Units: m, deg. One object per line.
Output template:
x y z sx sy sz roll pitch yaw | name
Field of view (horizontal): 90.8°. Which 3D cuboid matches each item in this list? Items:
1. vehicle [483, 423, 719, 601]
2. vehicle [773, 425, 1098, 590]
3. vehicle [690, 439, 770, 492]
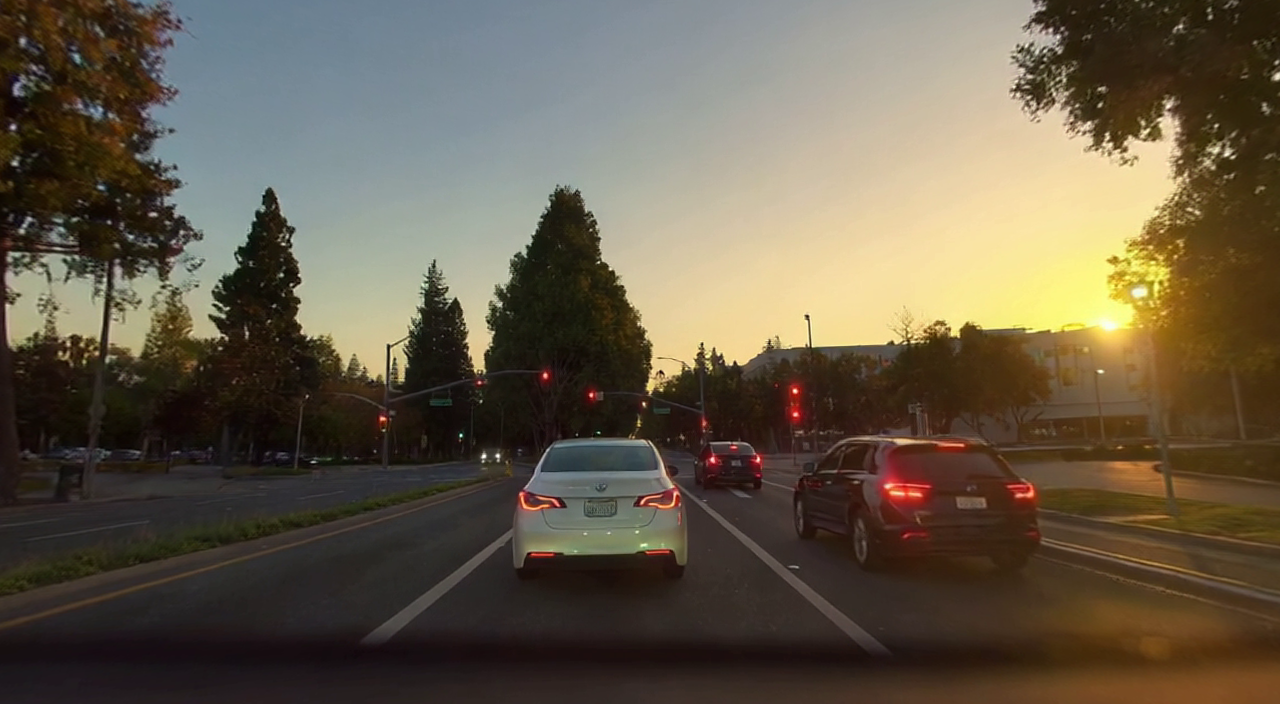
-0.360 1.636 7.239 2.006 1.487 3.535 0 -9 -1 | vehicle
3.141 1.733 7.920 1.910 1.474 4.263 0 -9 -1 | vehicle
2.866 3.714 21.075 1.874 1.556 4.116 0 -9 -3 | vehicle
